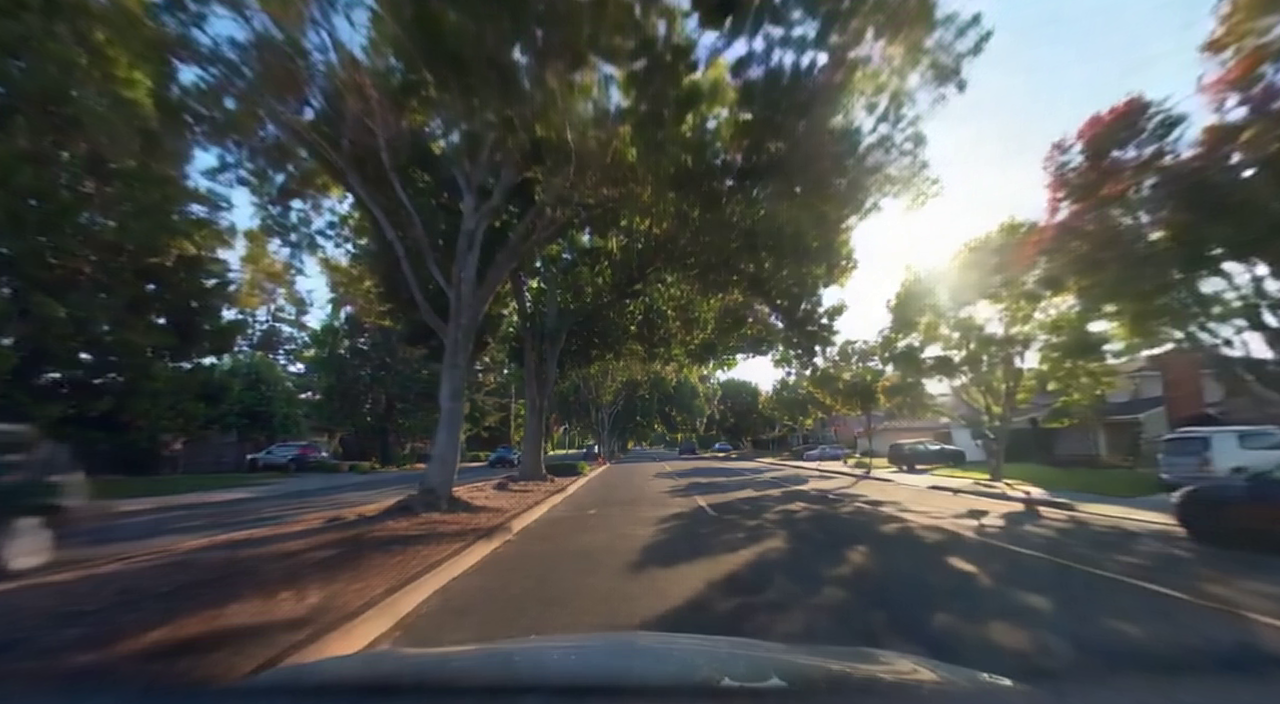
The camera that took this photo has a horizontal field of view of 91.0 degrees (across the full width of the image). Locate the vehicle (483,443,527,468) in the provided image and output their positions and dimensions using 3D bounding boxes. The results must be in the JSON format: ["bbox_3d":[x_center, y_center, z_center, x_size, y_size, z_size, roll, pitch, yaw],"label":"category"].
[{"bbox_3d":[-9.585,7.372,45.100,2.000,1.728,4.587,-1,-8,2],"label":"vehicle"}]

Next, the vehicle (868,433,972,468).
[{"bbox_3d":[14.364,5.047,32.437,4.386,1.711,1.929,0,-8,0],"label":"vehicle"}]

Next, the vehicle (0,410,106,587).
[{"bbox_3d":[-7.675,1.364,5.313,2.019,1.819,4.897,-1,-8,0],"label":"vehicle"}]
